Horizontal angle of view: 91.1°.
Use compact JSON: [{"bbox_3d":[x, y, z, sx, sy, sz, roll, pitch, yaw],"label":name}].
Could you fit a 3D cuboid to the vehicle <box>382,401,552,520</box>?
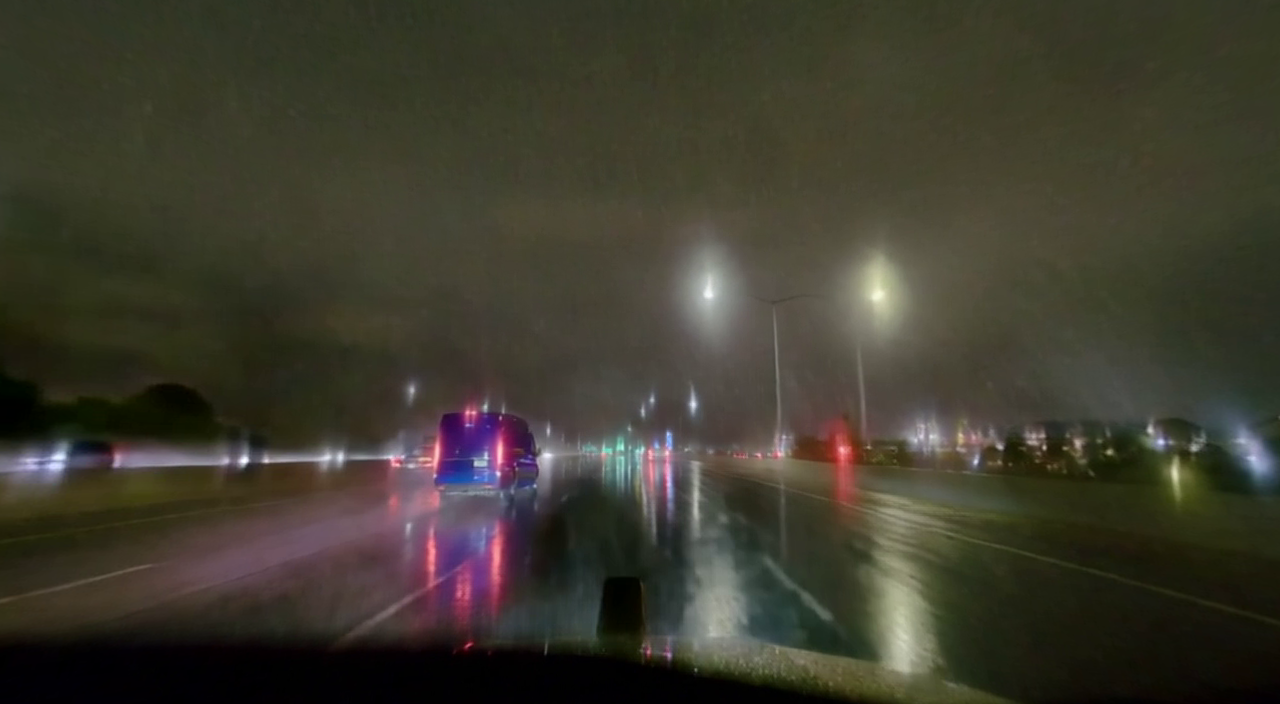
[{"bbox_3d":[-3.679,2.480,14.717,2.372,2.248,5.393,0,-9,1],"label":"vehicle"}]
